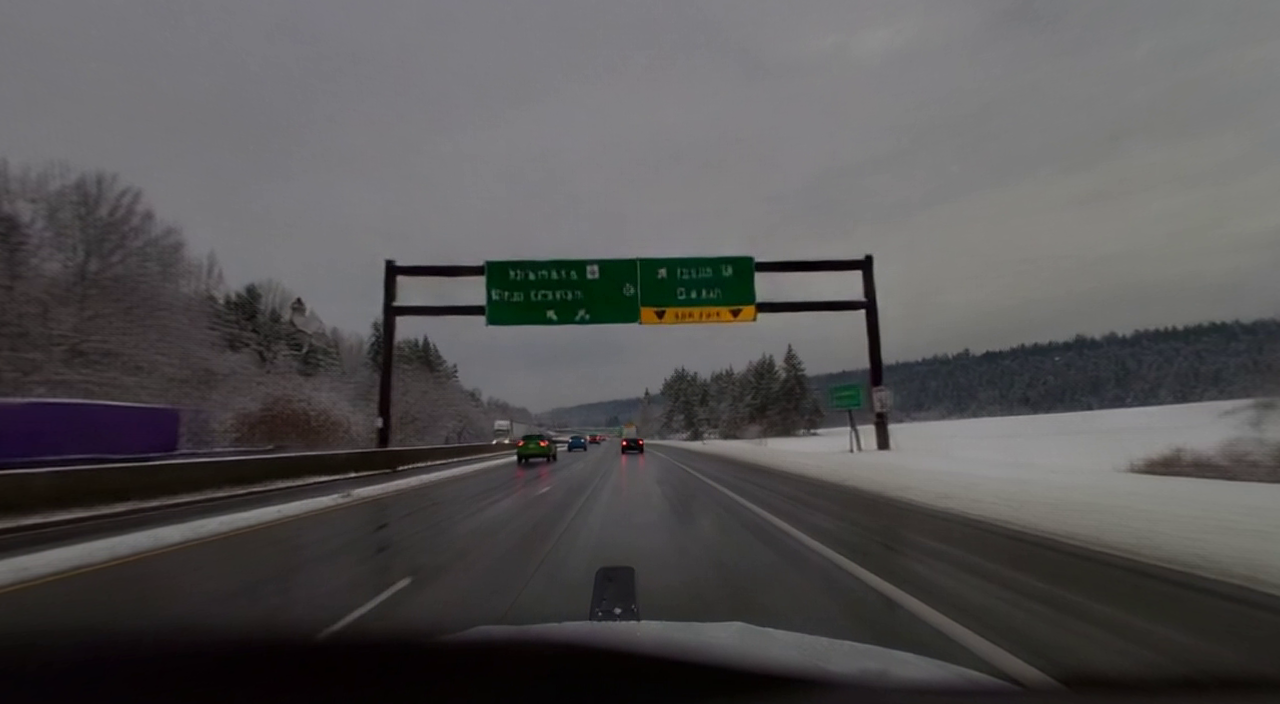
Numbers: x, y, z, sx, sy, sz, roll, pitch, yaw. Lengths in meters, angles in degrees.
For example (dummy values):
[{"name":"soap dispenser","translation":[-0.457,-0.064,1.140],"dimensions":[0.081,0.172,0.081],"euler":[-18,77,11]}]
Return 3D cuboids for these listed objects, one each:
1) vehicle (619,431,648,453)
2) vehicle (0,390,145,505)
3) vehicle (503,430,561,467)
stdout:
[{"name":"vehicle","translation":[-0.517,6.774,47.669],"dimensions":[2.139,1.561,4.060],"euler":[0,-8,-1]},{"name":"vehicle","translation":[-17.386,2.557,17.005],"dimensions":[2.615,2.860,6.648],"euler":[0,-8,-1]},{"name":"vehicle","translation":[-4.712,4.255,28.039],"dimensions":[1.959,1.514,3.668],"euler":[0,-8,-1]}]
